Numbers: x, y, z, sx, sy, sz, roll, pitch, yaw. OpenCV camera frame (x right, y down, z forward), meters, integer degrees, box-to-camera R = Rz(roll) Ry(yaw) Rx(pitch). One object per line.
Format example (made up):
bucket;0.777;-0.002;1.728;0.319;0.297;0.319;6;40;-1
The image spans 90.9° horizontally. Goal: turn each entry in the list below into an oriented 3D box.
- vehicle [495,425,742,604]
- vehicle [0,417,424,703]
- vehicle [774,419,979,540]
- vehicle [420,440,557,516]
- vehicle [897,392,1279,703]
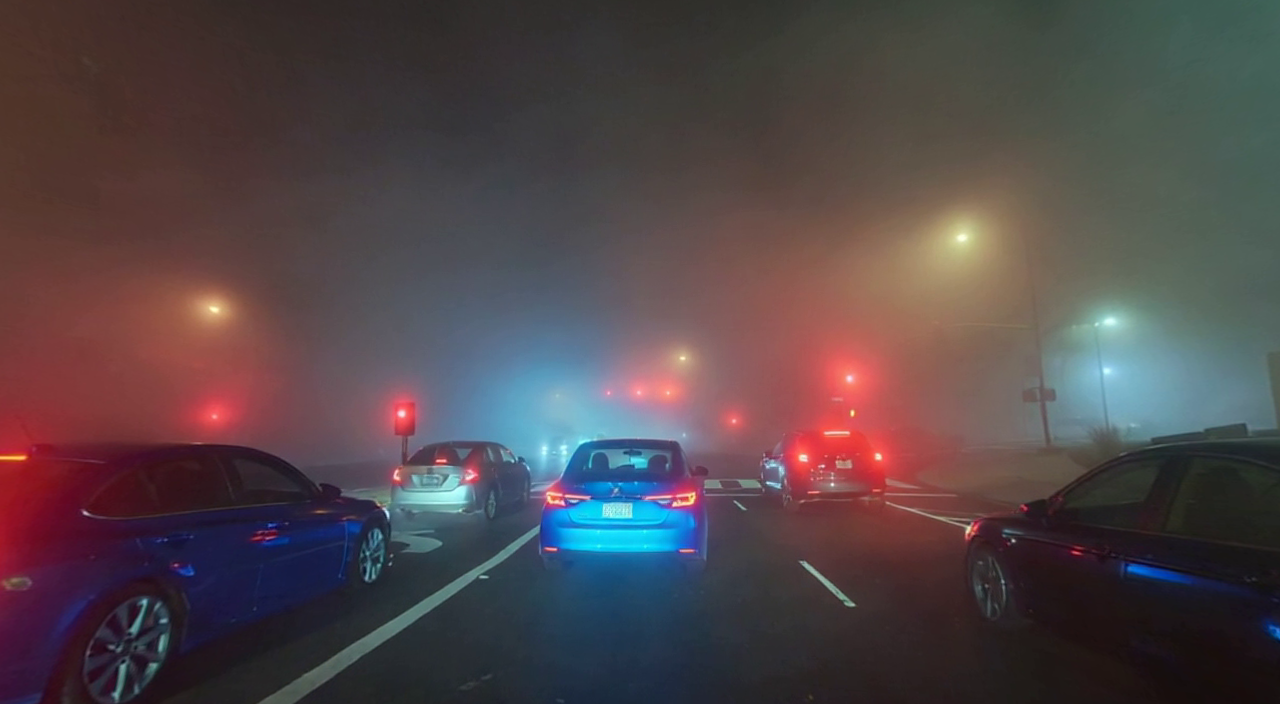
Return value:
vehicle;-0.170;1.663;7.340;2.059;1.477;3.988;0;-8;0
vehicle;-3.410;1.321;4.755;1.980;1.454;4.226;0;-8;1
vehicle;3.763;2.104;10.990;2.007;1.683;4.171;0;-8;1
vehicle;-3.197;2.736;14.229;1.839;1.438;4.109;-1;-8;3
vehicle;3.442;1.116;3.792;1.981;1.499;4.536;0;-8;2
